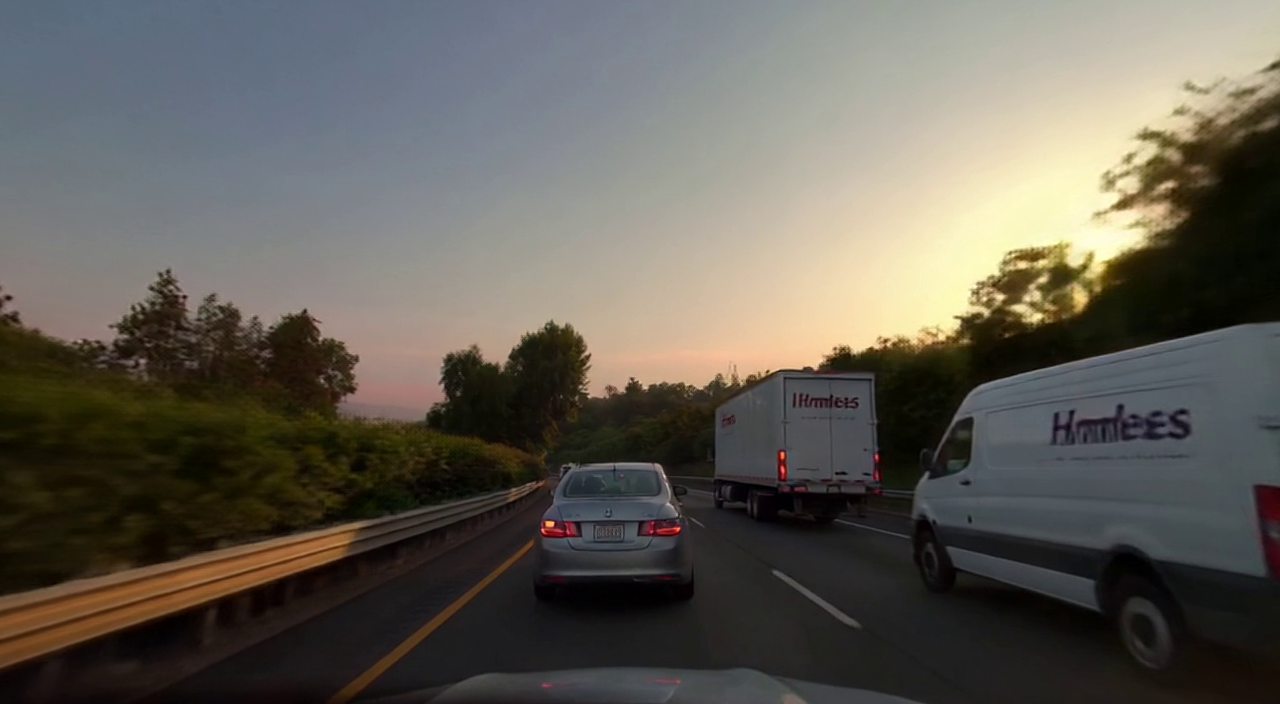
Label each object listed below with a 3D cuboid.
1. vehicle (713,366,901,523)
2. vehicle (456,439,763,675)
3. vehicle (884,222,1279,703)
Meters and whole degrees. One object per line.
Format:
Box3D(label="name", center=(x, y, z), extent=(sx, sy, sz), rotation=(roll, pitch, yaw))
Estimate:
Box3D(label="vehicle", center=(4.881, 3.361, 21.713), extent=(2.936, 3.972, 11.144), rotation=(1, -11, -3))
Box3D(label="vehicle", center=(-0.245, 1.661, 5.879), extent=(1.980, 1.493, 3.410), rotation=(1, -11, -2))
Box3D(label="vehicle", center=(4.176, 1.068, 4.979), extent=(2.328, 2.537, 5.290), rotation=(1, -11, 0))
